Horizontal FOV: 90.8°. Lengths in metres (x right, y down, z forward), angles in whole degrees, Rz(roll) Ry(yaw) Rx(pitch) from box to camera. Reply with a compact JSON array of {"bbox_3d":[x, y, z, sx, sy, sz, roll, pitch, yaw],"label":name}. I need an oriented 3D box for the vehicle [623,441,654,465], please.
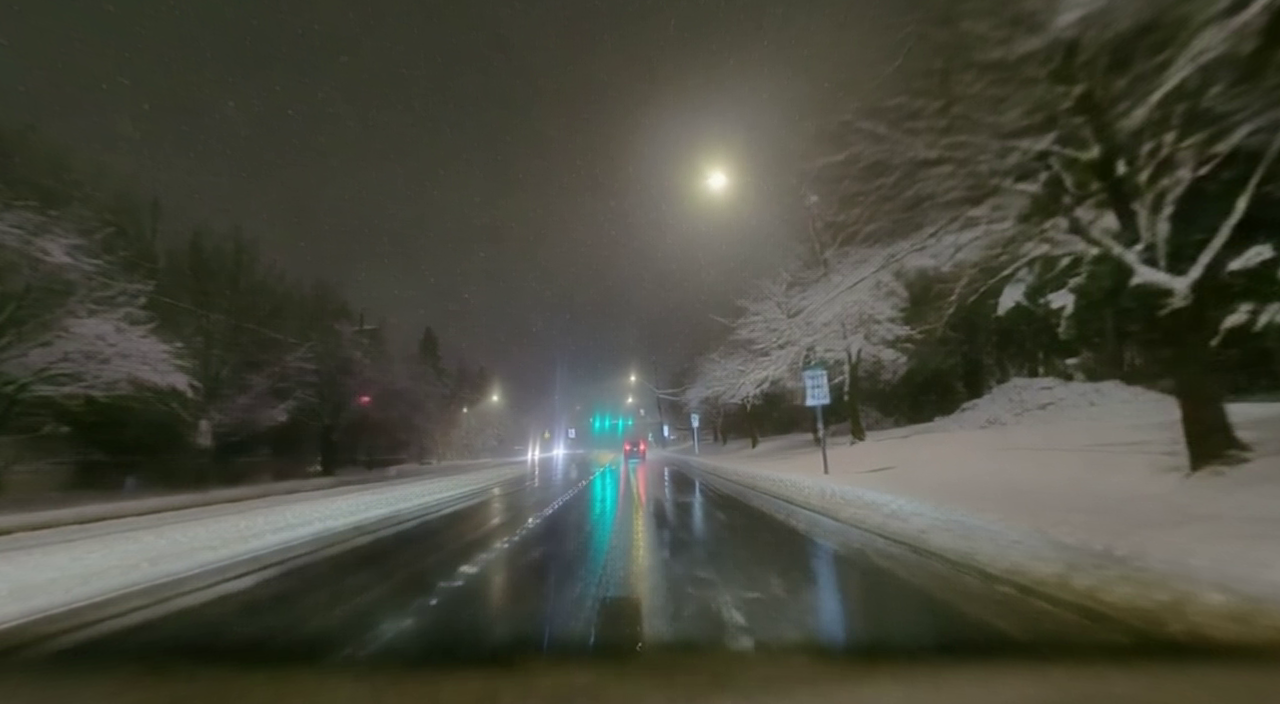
[{"bbox_3d":[-0.102,7.009,43.997,2.045,1.613,4.210,0,-8,0],"label":"vehicle"}]
